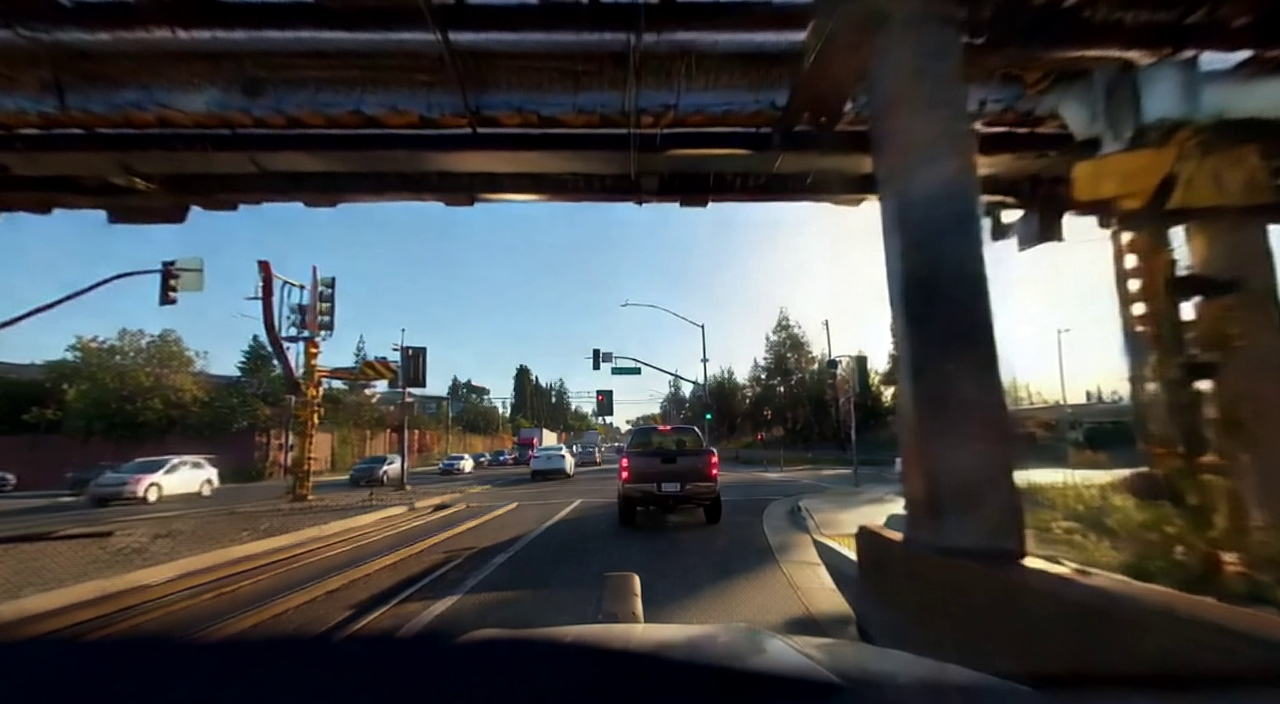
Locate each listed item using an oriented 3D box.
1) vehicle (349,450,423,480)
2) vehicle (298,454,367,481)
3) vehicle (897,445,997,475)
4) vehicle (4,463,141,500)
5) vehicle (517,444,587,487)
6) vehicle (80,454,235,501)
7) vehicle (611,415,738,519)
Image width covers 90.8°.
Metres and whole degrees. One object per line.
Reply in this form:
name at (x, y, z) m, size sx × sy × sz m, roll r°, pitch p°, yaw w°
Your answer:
vehicle at (-13.271, 5.922, 33.402) m, size 2.027 × 1.482 × 4.711 m, roll 0°, pitch -9°, yaw -1°
vehicle at (-17.203, 6.460, 35.581) m, size 1.880 × 1.377 × 4.201 m, roll 0°, pitch -9°, yaw -1°
vehicle at (16.341, 5.724, 33.689) m, size 4.412 × 1.494 × 2.136 m, roll 3°, pitch -9°, yaw -15°
vehicle at (-25.002, 5.678, 27.882) m, size 4.688 × 1.448 × 2.028 m, roll -2°, pitch -9°, yaw 13°
vehicle at (-3.234, 4.286, 24.227) m, size 2.004 × 1.482 × 4.799 m, roll 0°, pitch -9°, yaw 0°
vehicle at (-16.986, 4.397, 22.615) m, size 1.964 × 1.465 × 4.638 m, roll 0°, pitch -9°, yaw -1°
vehicle at (0.929, 2.579, 14.617) m, size 2.404 × 1.926 × 5.251 m, roll -1°, pitch -9°, yaw 6°
